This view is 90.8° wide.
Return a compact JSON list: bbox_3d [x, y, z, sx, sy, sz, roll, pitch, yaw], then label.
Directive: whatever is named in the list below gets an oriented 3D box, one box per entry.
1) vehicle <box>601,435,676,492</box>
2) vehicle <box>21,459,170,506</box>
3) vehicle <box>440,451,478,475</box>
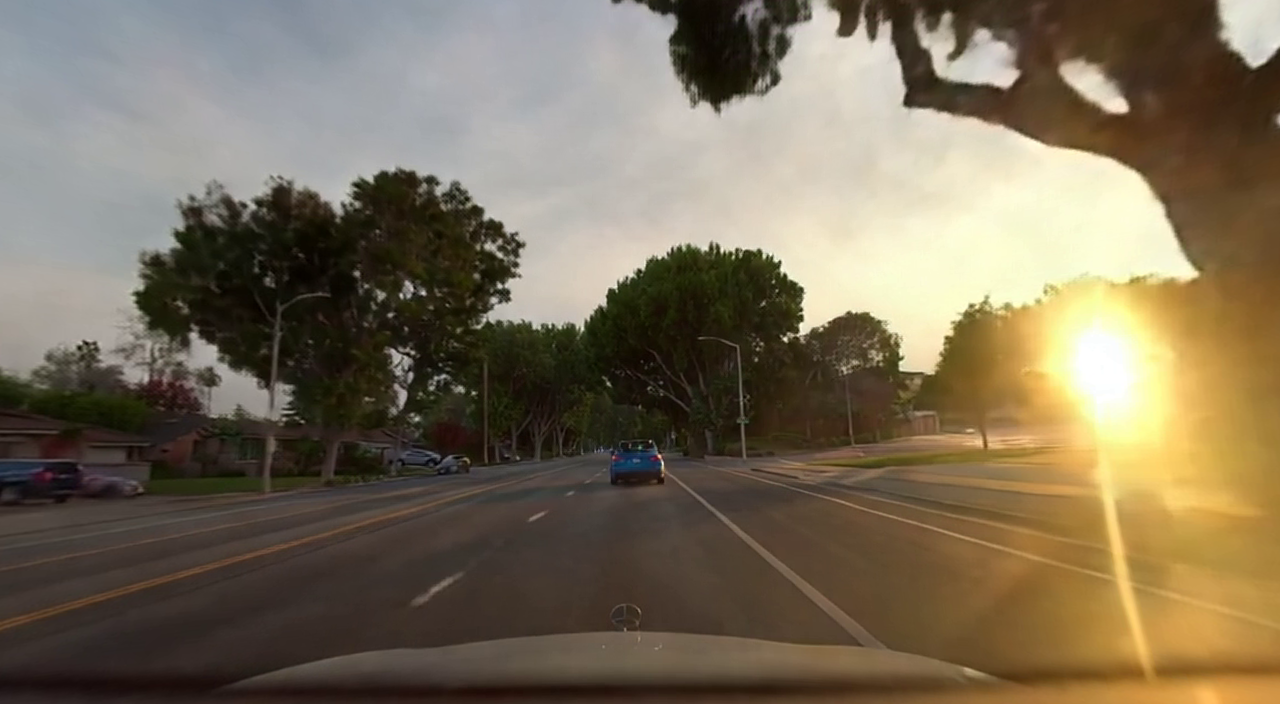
[{"bbox_3d":[-0.070,3.578,20.600,2.181,1.639,4.127,0,-8,-1],"label":"vehicle"},{"bbox_3d":[-21.881,5.246,25.518,4.241,1.500,1.956,-4,-8,0],"label":"vehicle"},{"bbox_3d":[-13.962,8.528,48.839,1.900,1.596,4.142,-4,-8,-3],"label":"vehicle"}]
